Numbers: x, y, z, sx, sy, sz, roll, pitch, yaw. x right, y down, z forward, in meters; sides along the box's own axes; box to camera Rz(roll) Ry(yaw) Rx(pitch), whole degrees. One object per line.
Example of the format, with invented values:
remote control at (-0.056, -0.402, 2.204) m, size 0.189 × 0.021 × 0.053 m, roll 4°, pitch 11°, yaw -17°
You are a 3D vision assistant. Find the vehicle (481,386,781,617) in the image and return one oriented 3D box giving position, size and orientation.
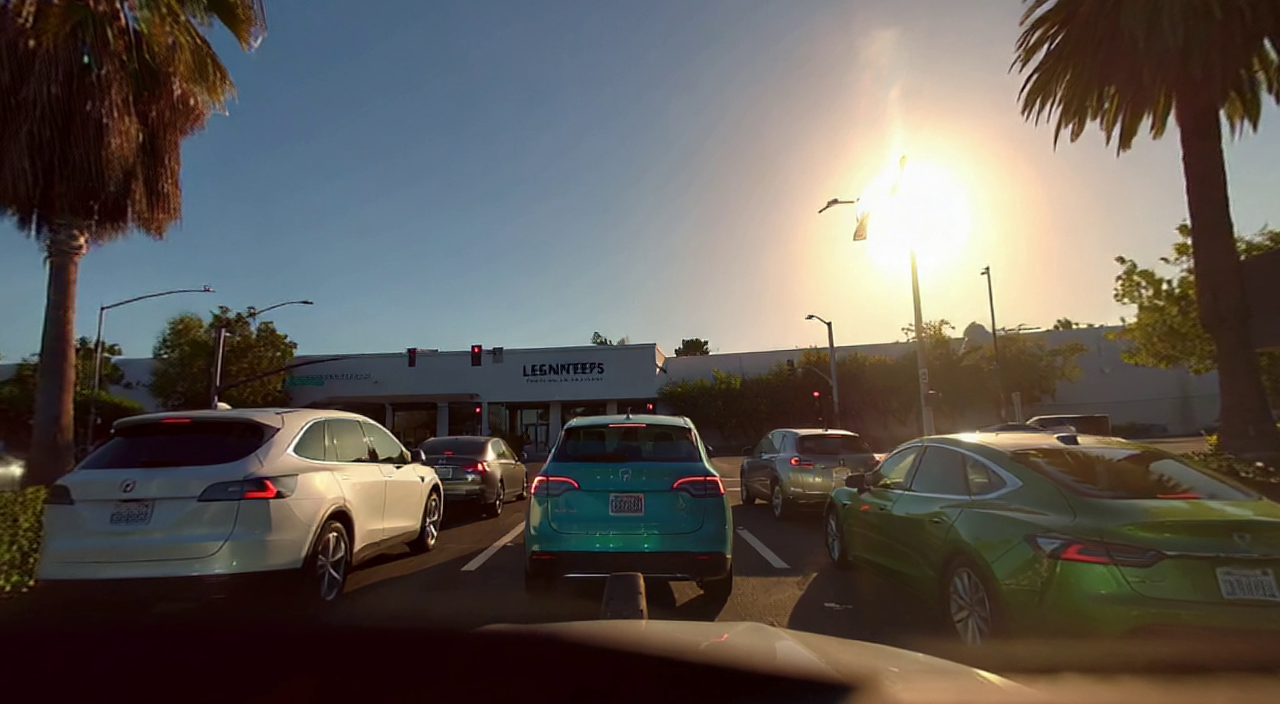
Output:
vehicle at (-0.127, 1.459, 7.071) m, size 2.280 × 1.747 × 4.361 m, roll 0°, pitch -8°, yaw -2°

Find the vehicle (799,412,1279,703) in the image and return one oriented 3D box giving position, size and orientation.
vehicle at (2.967, 1.370, 5.263) m, size 2.017 × 1.491 × 4.611 m, roll 0°, pitch -8°, yaw -1°

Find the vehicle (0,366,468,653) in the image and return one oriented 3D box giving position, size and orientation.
vehicle at (-3.344, 1.283, 6.134) m, size 2.014 × 1.755 × 4.360 m, roll 0°, pitch -8°, yaw 1°
